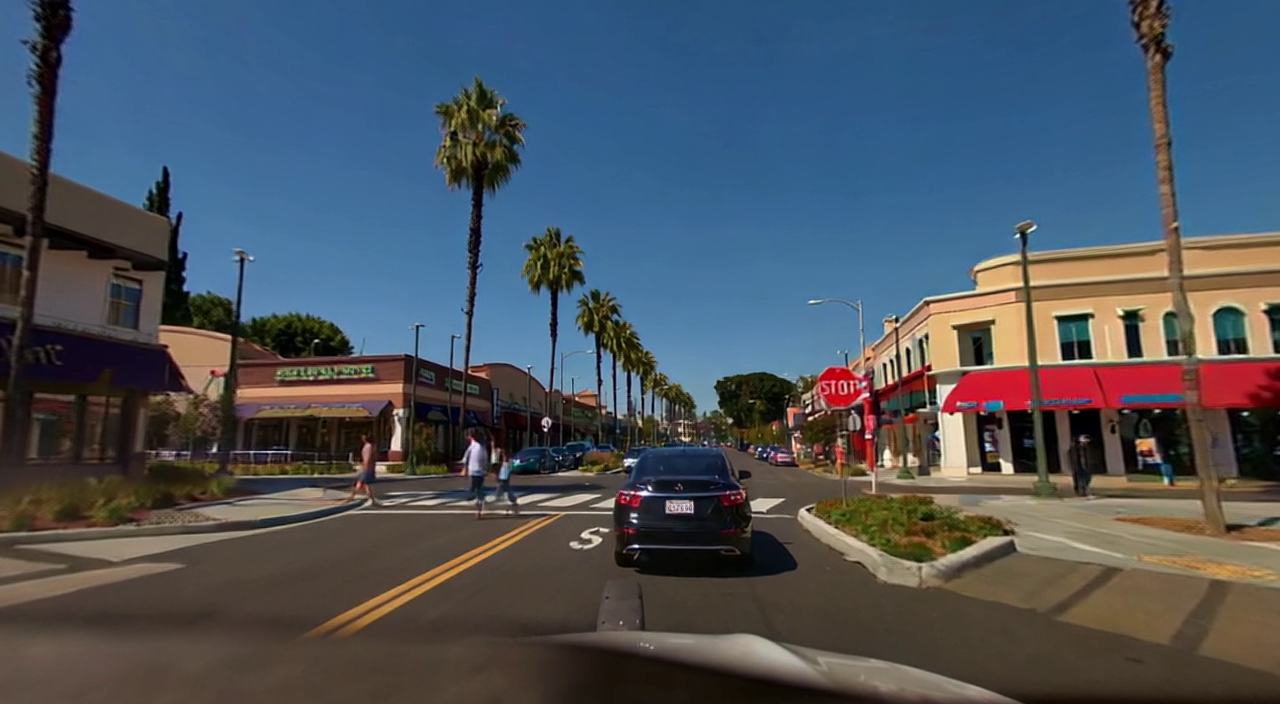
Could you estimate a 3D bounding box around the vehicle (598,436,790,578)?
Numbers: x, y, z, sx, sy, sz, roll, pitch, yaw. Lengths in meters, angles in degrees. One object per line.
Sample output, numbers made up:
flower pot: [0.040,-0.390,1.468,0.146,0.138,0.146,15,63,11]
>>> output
vehicle: [0.749,1.943,8.769,2.031,1.479,3.969,-1,-9,5]

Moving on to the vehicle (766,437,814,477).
vehicle: [9.395,6.541,39.608,2.467,2.369,1.577,6,-10,-34]

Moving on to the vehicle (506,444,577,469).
vehicle: [-6.894,7.303,44.290,4.529,1.682,1.895,6,-11,-36]
